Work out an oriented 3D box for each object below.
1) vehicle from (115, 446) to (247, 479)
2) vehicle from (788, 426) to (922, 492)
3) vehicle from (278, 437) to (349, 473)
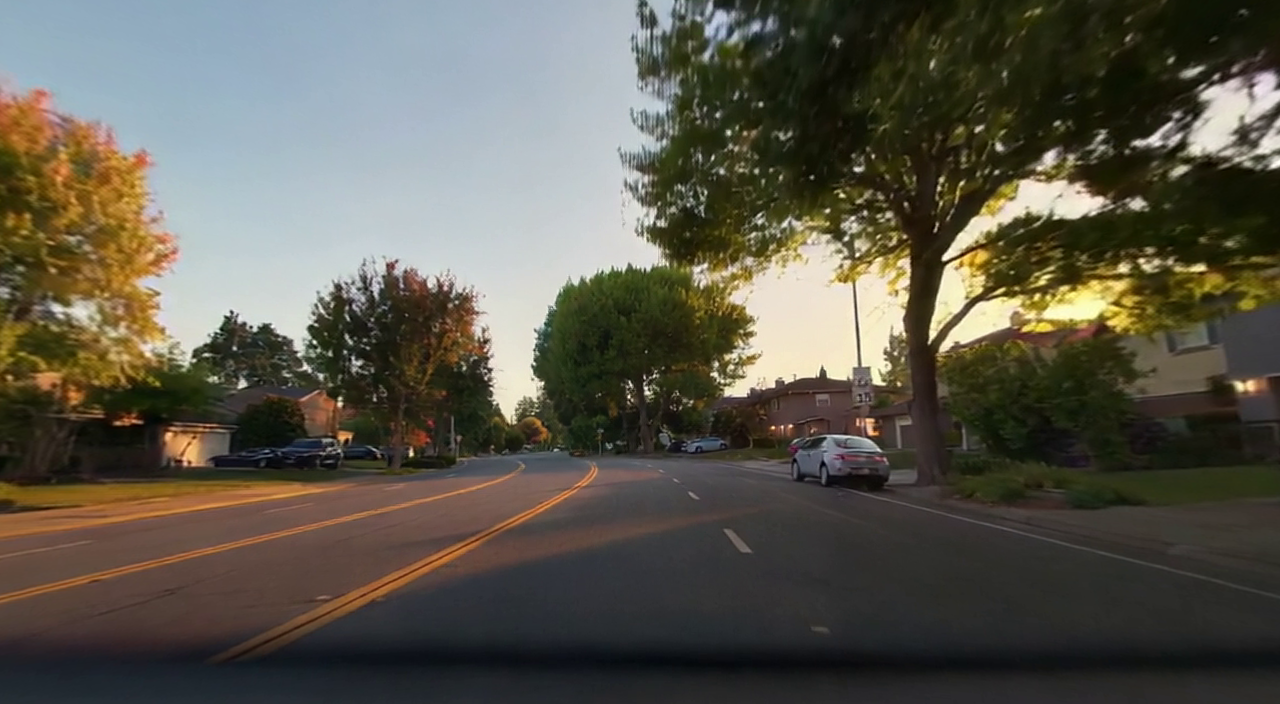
[{"bbox_3d":[-21.293,5.109,29.351,4.654,1.442,2.155,-1,-8,7],"label":"vehicle"},{"bbox_3d":[6.747,3.420,20.492,2.315,1.869,4.678,1,-8,-6],"label":"vehicle"},{"bbox_3d":[-18.717,5.915,36.395,2.077,1.948,4.705,1,-8,-7],"label":"vehicle"}]
